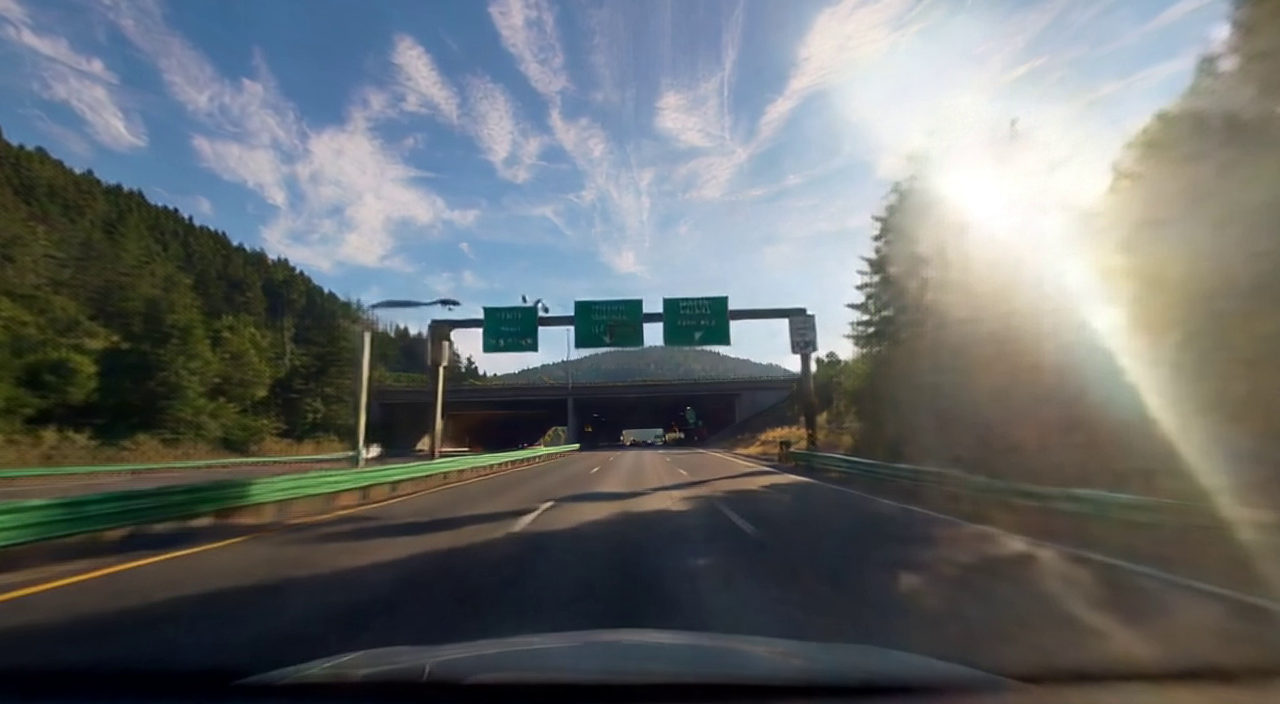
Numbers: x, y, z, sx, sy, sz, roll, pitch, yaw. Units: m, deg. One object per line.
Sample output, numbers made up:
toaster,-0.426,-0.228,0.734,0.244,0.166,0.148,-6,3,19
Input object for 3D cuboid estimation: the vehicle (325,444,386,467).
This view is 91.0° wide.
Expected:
vehicle,-19.747,7.170,43.946,2.167,1.427,4.906,0,-8,-3
